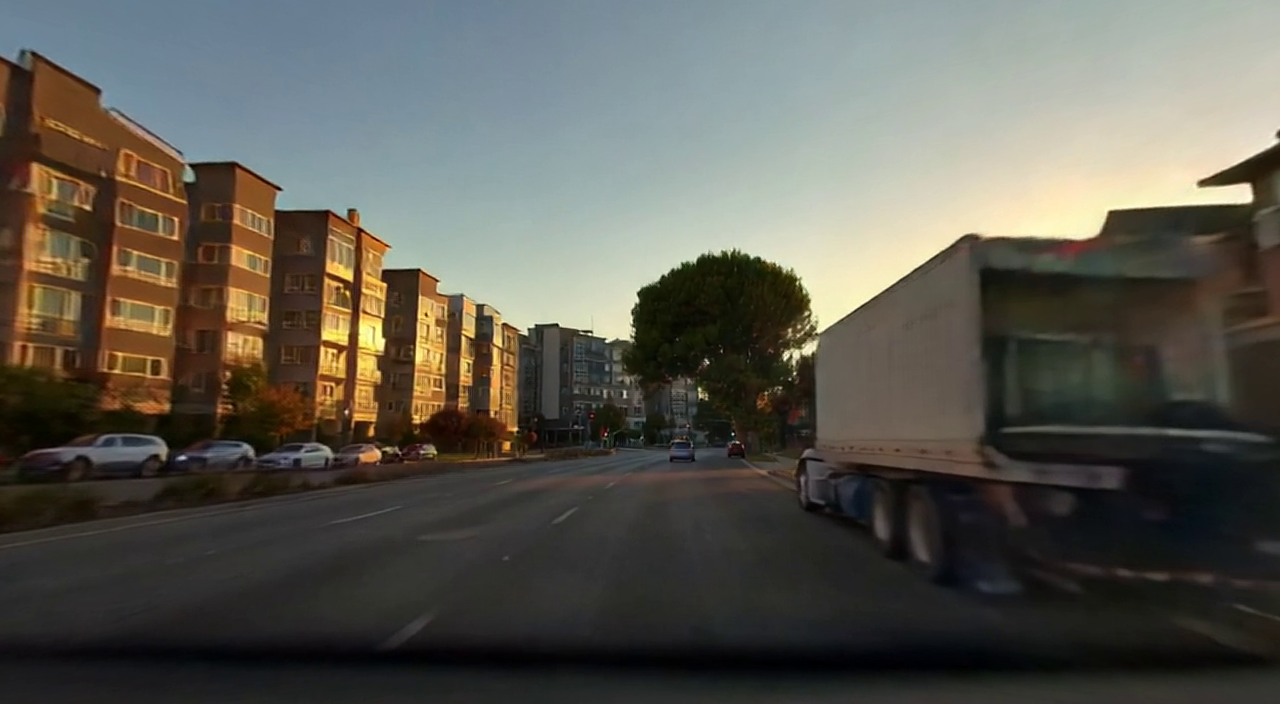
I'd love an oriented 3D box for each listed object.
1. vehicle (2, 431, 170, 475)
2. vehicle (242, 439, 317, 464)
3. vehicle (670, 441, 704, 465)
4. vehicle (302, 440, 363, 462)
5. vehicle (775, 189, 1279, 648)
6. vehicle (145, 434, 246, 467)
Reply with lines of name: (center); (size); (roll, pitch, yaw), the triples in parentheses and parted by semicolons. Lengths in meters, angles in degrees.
vehicle: (-24.235, 4.440, 27.980); (2.242, 1.693, 5.560); (-2, -9, 4)
vehicle: (-22.936, 6.345, 40.299); (1.900, 1.489, 4.361); (-1, -8, 5)
vehicle: (2.839, 6.028, 37.853); (1.871, 1.370, 4.206); (-1, -8, 5)
vehicle: (-22.484, 7.238, 46.231); (1.772, 1.447, 4.582); (-1, -8, 6)
vehicle: (4.111, 1.012, 8.747); (2.945, 3.277, 8.473); (0, -8, 3)
vehicle: (-23.682, 5.266, 33.835); (2.008, 1.668, 4.379); (-1, -8, 4)
